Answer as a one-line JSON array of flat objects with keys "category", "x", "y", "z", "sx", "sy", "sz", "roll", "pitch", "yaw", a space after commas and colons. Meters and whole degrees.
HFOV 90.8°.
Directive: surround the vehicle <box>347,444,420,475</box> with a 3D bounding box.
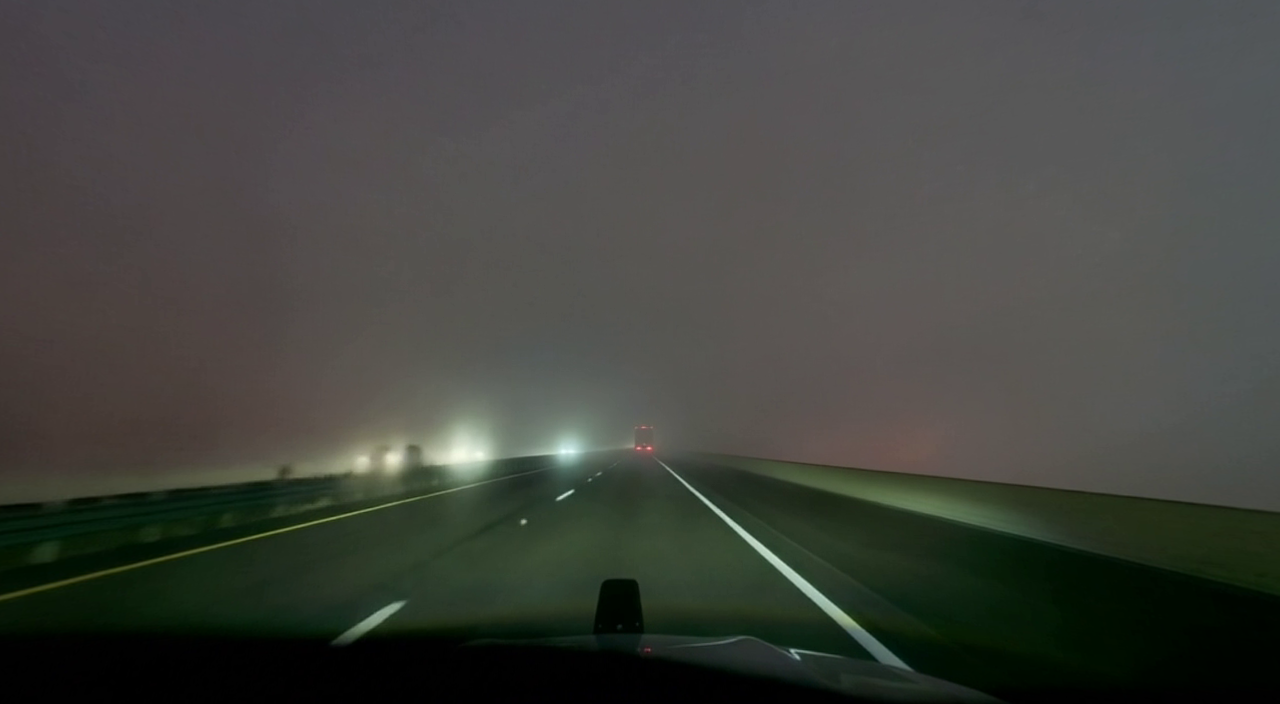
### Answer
[{"category": "vehicle", "x": -13.357, "y": 5.631, "z": 33.172, "sx": 2.009, "sy": 1.484, "sz": 4.768, "roll": 0, "pitch": -9, "yaw": -3}]
